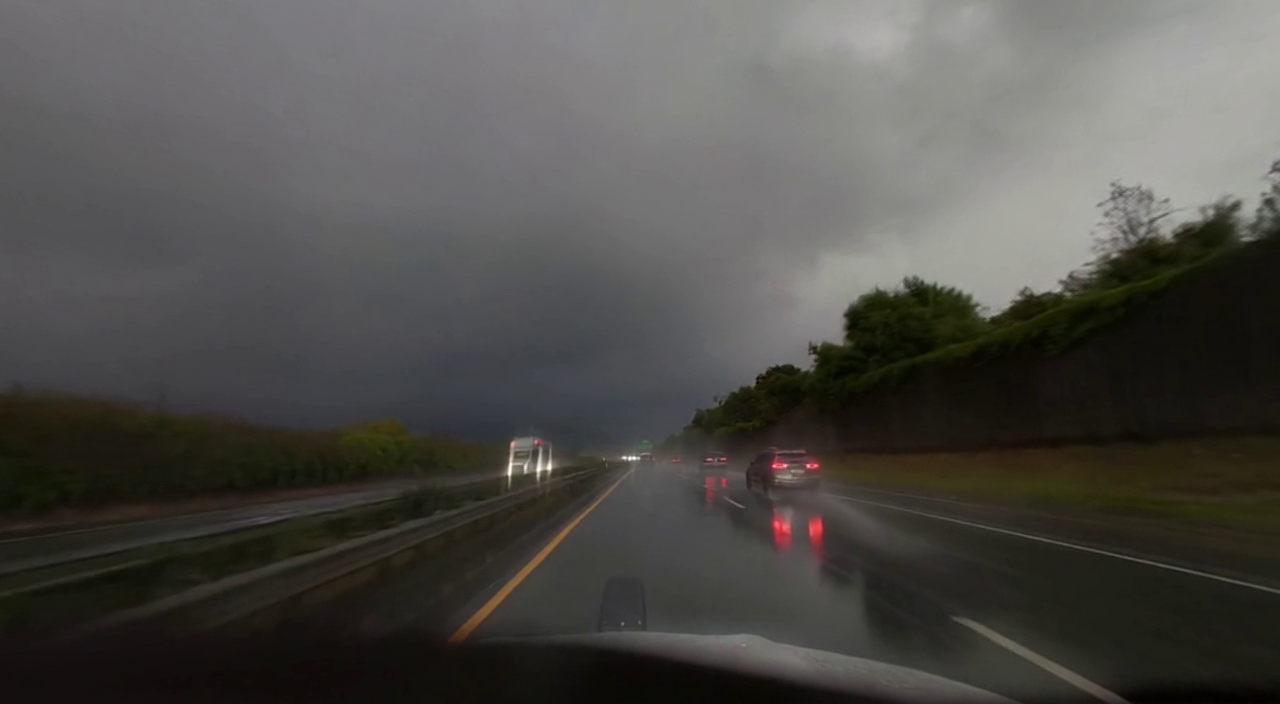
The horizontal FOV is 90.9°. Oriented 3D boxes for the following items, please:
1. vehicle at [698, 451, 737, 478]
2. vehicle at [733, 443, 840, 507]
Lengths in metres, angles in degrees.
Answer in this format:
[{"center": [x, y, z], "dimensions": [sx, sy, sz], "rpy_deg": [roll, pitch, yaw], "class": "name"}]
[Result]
[{"center": [5.144, 7.473, 42.153], "dimensions": [1.994, 1.671, 3.949], "rpy_deg": [0, -9, -1], "class": "vehicle"}, {"center": [4.206, 3.608, 18.957], "dimensions": [2.122, 1.662, 4.392], "rpy_deg": [0, -9, 0], "class": "vehicle"}]
